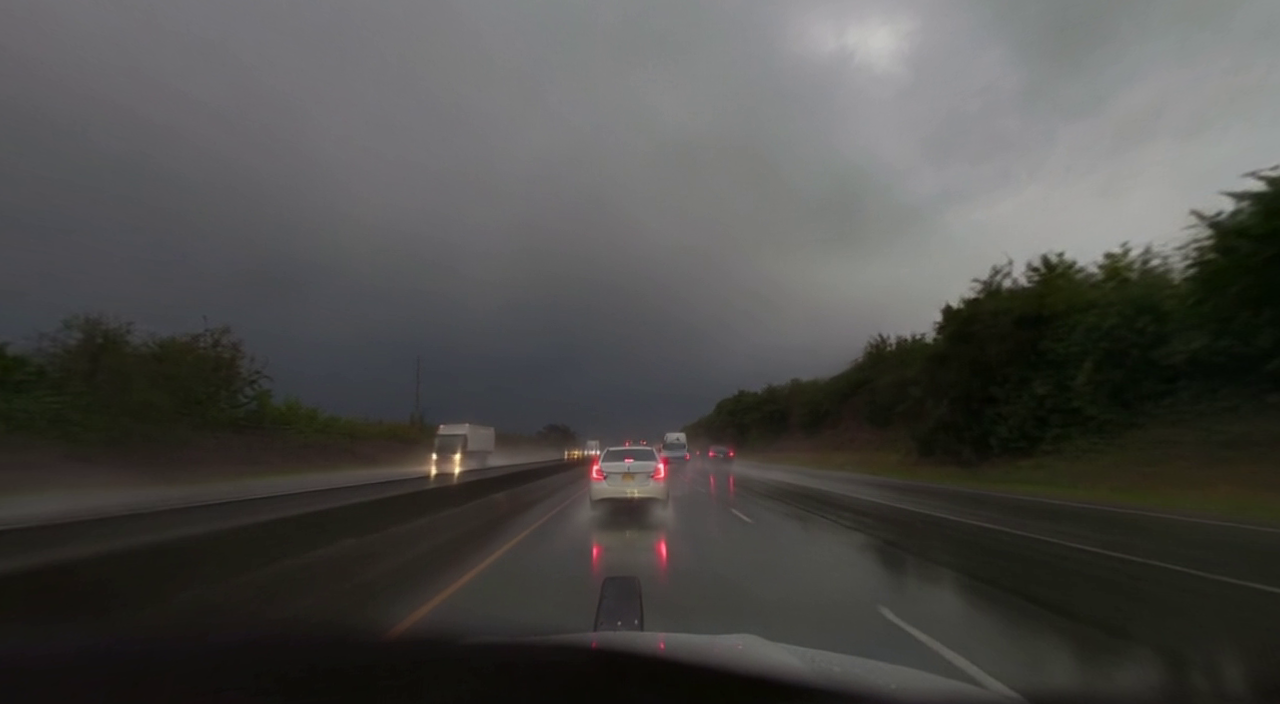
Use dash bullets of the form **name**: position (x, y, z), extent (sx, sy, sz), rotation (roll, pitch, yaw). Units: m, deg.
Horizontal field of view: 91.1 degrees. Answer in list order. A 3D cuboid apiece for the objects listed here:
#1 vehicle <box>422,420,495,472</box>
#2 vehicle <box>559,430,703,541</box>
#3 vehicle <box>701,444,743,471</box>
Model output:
- **vehicle**: position (-13.044, 6.890, 45.942), extent (2.757, 3.414, 7.910), rotation (-1, -9, 1)
- **vehicle**: position (-0.159, 2.229, 11.044), extent (2.088, 1.580, 3.657), rotation (0, -9, -1)
- **vehicle**: position (4.863, 6.315, 37.681), extent (1.931, 1.516, 3.995), rotation (0, -9, 0)
